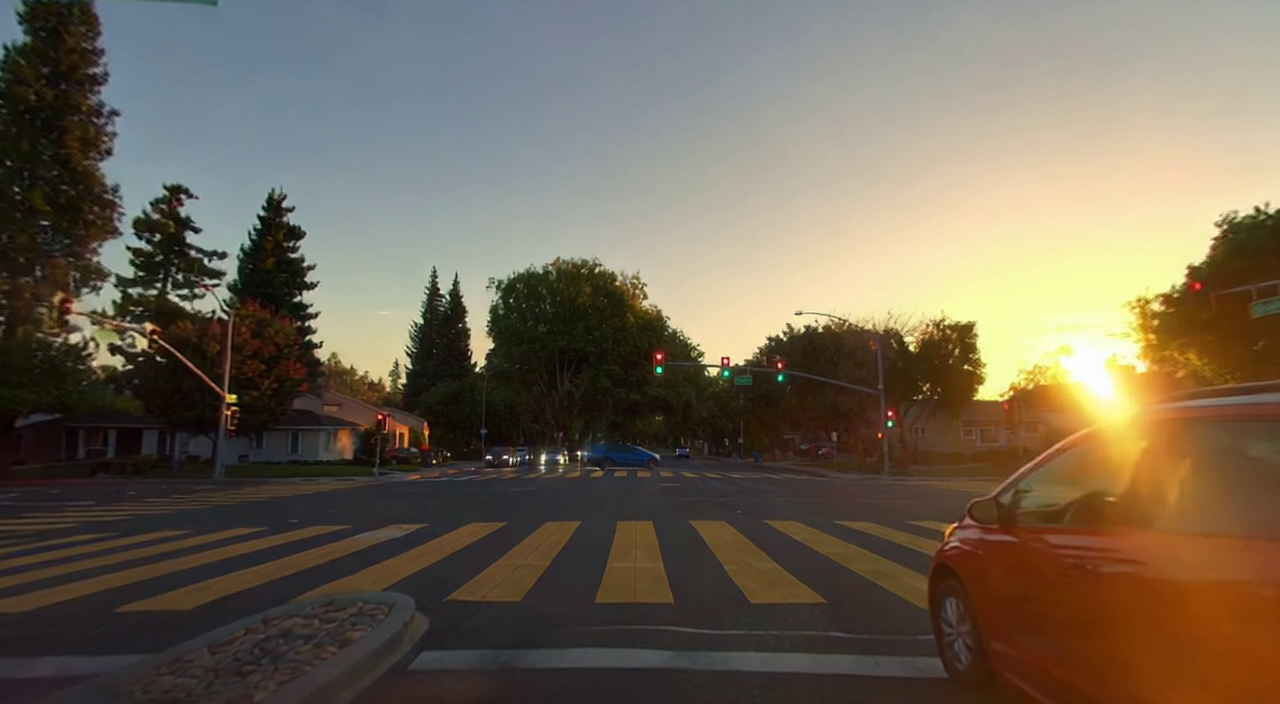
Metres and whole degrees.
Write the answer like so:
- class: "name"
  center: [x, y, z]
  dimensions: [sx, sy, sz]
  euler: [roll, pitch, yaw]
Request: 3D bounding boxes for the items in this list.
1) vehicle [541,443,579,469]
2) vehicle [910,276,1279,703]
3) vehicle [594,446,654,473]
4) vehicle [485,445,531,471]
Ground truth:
- class: "vehicle"
  center: [-5.507, 7.224, 43.943]
  dimensions: [2.091, 1.707, 4.157]
  euler: [0, -9, 0]
- class: "vehicle"
  center: [2.710, 0.673, 1.376]
  dimensions: [2.085, 1.800, 4.908]
  euler: [0, -9, 0]
- class: "vehicle"
  center: [-0.996, 6.372, 37.754]
  dimensions: [2.046, 1.491, 4.118]
  euler: [4, -10, -26]
- class: "vehicle"
  center: [-8.913, 7.187, 43.192]
  dimensions: [2.028, 1.654, 5.027]
  euler: [0, -9, 0]
